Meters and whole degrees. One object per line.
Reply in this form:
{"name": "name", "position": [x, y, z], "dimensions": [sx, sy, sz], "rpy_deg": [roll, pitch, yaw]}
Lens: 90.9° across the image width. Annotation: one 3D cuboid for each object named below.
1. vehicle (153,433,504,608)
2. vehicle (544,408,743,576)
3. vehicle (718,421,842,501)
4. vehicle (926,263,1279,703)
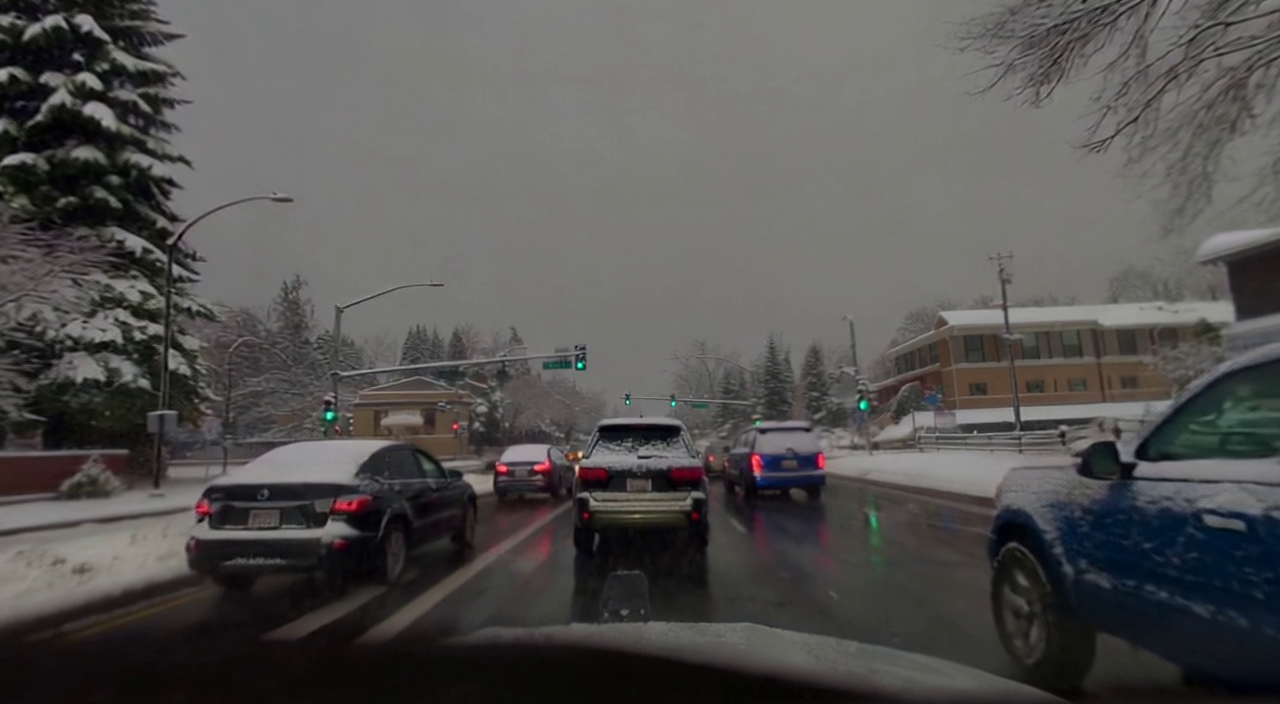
{"name": "vehicle", "position": [-3.181, 1.798, 7.819], "dimensions": [1.909, 1.476, 4.751], "rpy_deg": [0, -8, 0]}
{"name": "vehicle", "position": [0.063, 1.781, 8.748], "dimensions": [2.113, 1.768, 3.901], "rpy_deg": [0, -8, 1]}
{"name": "vehicle", "position": [3.716, 3.032, 17.942], "dimensions": [2.408, 1.908, 5.355], "rpy_deg": [0, -8, 1]}
{"name": "vehicle", "position": [3.329, 0.585, 1.530], "dimensions": [2.571, 1.857, 5.841], "rpy_deg": [0, -8, 0]}
